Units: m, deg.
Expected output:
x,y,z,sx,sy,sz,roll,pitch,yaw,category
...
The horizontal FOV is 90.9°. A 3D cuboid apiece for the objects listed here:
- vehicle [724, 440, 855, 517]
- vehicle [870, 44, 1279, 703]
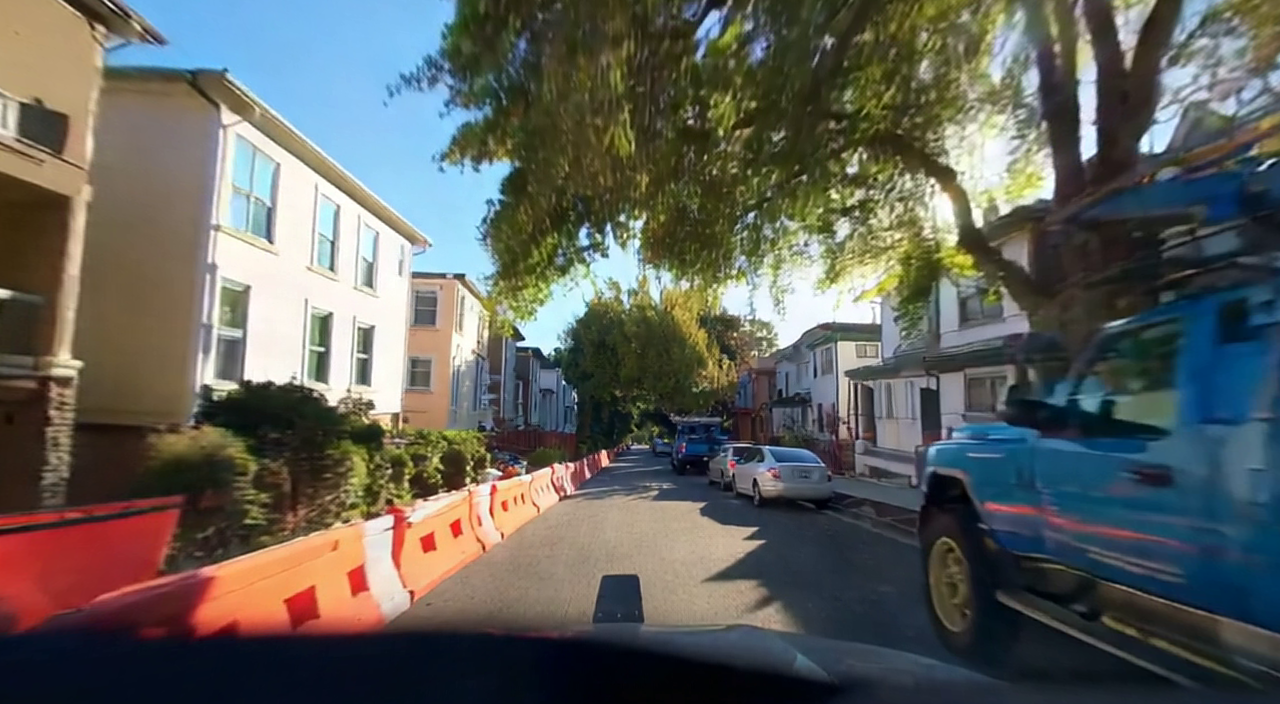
x,y,z,sx,sy,sz,roll,pitch,yaw,category
3.143,2.720,14.163,1.805,1.436,4.201,0,-8,-1,vehicle
3.201,0.404,2.056,2.483,2.644,5.972,0,-8,-1,vehicle
